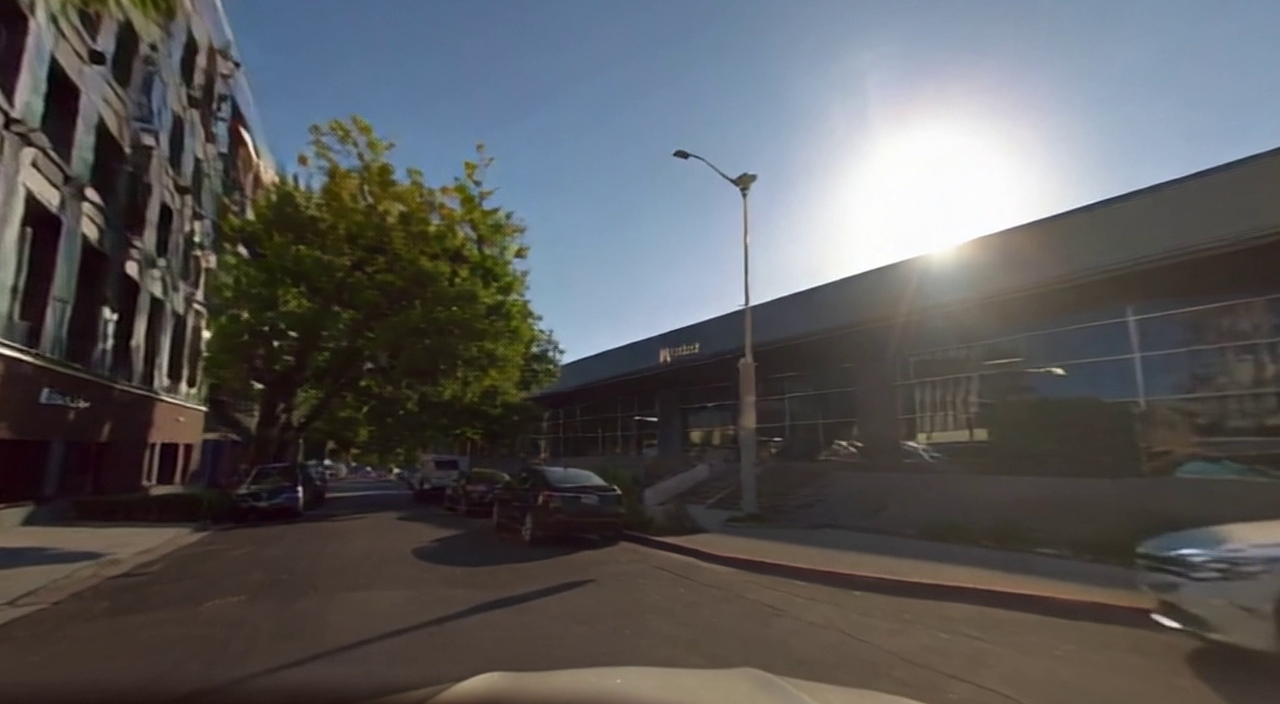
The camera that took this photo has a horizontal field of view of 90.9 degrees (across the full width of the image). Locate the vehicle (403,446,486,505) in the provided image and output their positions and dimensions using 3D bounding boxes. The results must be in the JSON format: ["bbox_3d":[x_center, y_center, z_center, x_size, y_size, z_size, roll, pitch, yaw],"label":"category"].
[{"bbox_3d":[-7.569,4.690,24.039,2.242,1.972,4.898,6,-12,-25],"label":"vehicle"}]

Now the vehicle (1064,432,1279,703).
[{"bbox_3d":[5.368,1.197,3.434,4.770,1.448,1.983,-5,-12,27],"label":"vehicle"}]

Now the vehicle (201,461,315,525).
[{"bbox_3d":[-10.130,3.736,17.075,2.018,1.461,4.413,5,-12,-24],"label":"vehicle"}]

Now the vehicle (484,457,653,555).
[{"bbox_3d":[-1.542,2.814,12.032,1.889,1.482,4.118,6,-12,-25],"label":"vehicle"}]
